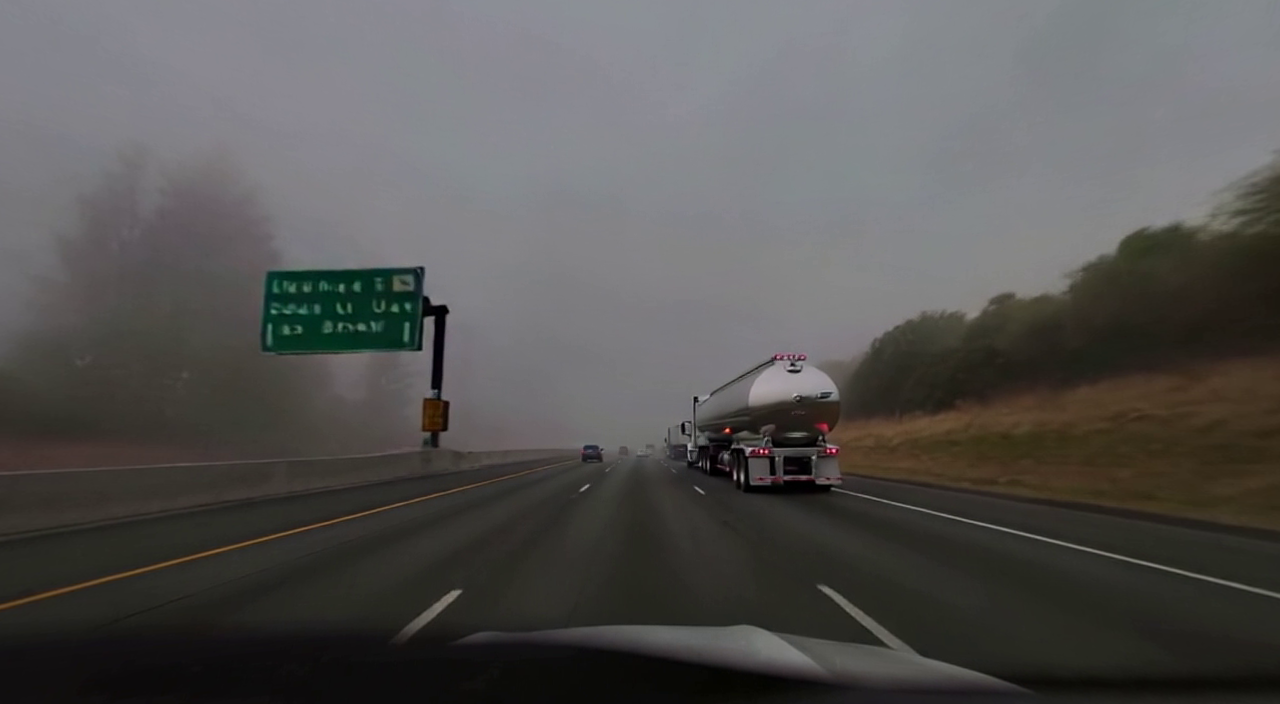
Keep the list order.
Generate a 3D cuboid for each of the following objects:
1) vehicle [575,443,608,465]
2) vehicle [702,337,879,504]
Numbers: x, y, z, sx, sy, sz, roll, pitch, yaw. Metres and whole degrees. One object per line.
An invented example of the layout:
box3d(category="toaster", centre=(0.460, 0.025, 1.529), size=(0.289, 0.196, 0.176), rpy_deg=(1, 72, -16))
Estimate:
box3d(category="vehicle", centre=(-3.436, 7.334, 45.388), size=(1.986, 1.458, 4.506), rpy_deg=(0, -9, 0))
box3d(category="vehicle", centre=(3.830, 2.230, 18.983), size=(2.759, 3.734, 9.708), rpy_deg=(0, -9, -1))
